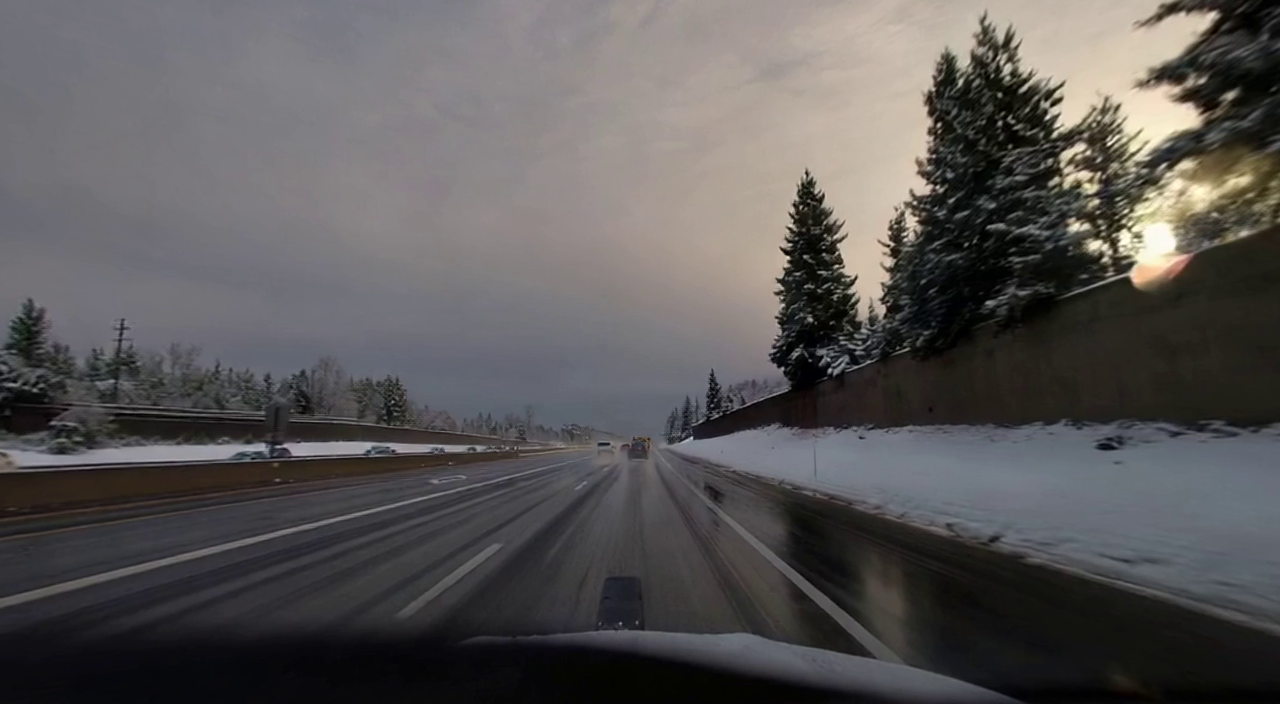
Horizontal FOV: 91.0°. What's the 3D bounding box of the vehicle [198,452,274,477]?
[{"bbox_3d":[-26.032,7.243,40.807,1.860,1.536,4.560,0,-9,0],"label":"vehicle"}]
